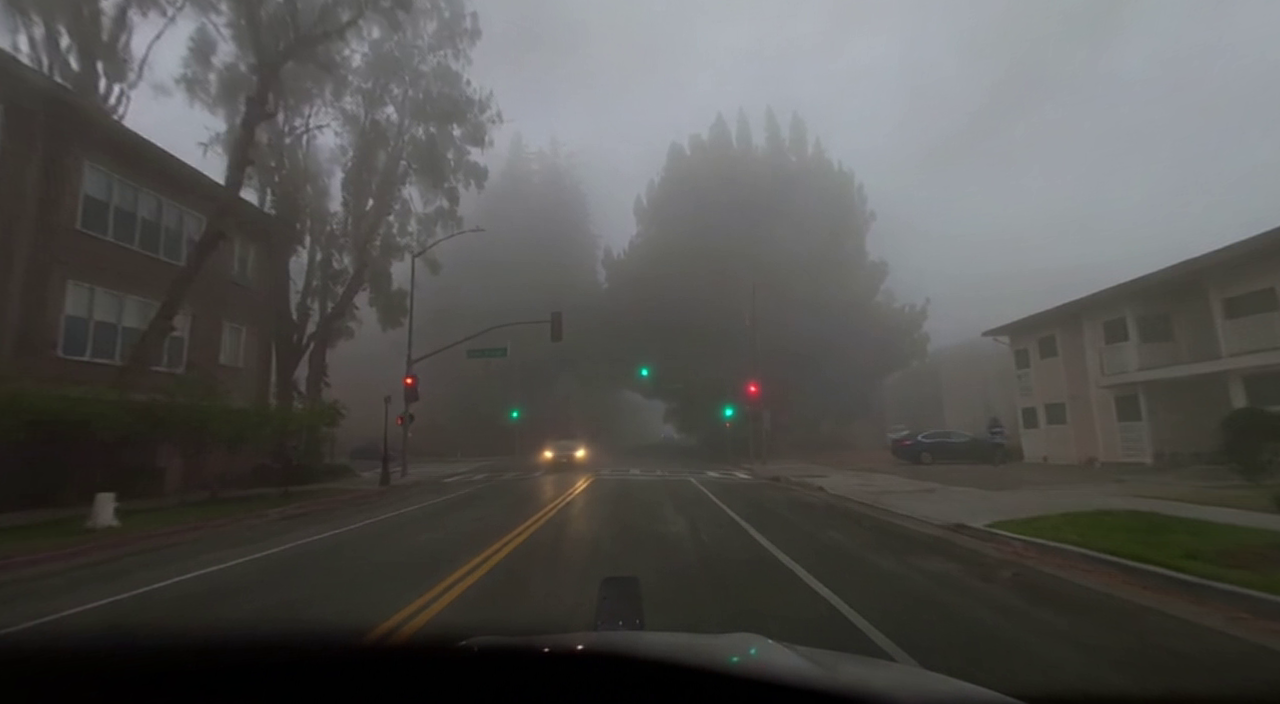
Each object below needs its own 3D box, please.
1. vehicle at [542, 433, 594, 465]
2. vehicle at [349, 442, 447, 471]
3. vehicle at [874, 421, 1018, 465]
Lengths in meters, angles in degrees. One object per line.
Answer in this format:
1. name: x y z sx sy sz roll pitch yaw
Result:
1. vehicle: -3.606 4.977 32.449 2.015 1.508 4.353 -1 -8 2
2. vehicle: -12.287 5.320 32.220 4.135 1.424 1.945 -1 -8 6
3. vehicle: 12.697 3.801 26.404 4.908 1.521 2.108 -2 -8 -5
